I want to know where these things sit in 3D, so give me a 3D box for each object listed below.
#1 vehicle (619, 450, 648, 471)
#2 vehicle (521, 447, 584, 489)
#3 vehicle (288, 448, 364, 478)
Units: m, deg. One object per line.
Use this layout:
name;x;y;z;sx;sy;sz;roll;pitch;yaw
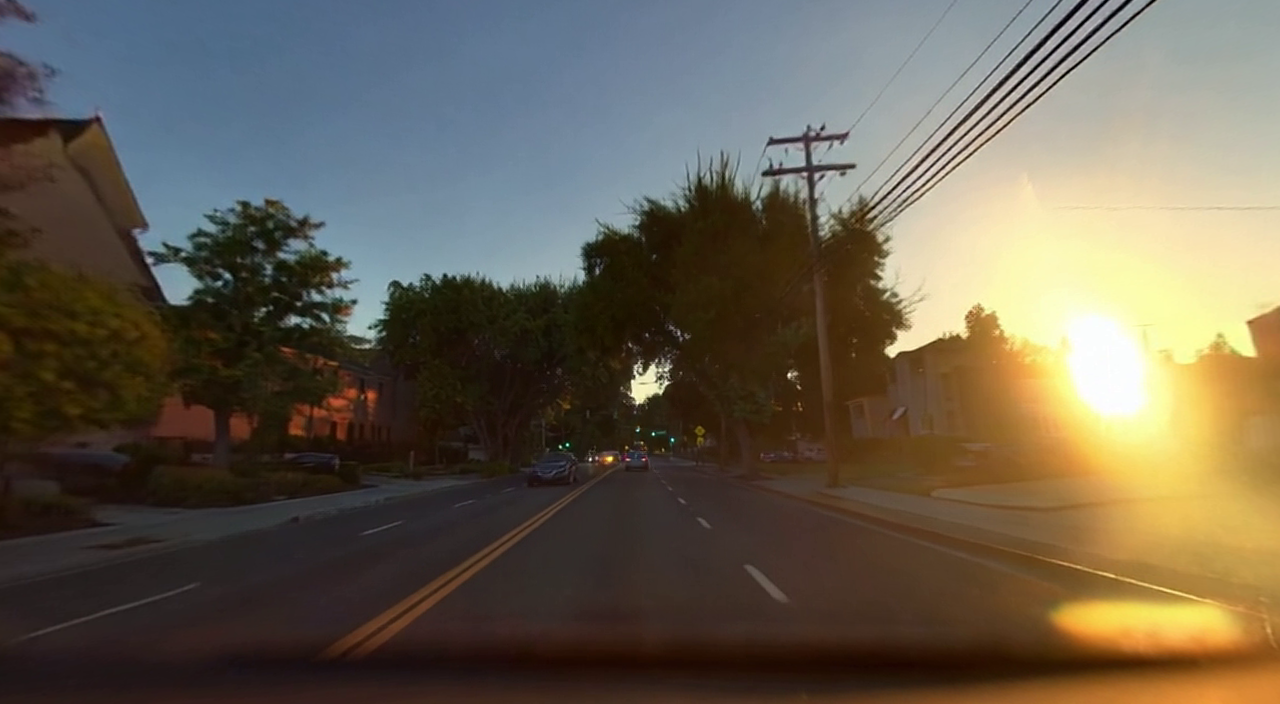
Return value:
vehicle;-0.507;8.146;47.362;2.093;1.497;4.010;0;-9;-1
vehicle;-3.662;4.963;27.219;2.017;1.634;4.479;0;-9;1
vehicle;-20.038;7.032;40.149;4.611;1.837;2.140;-5;-10;32
